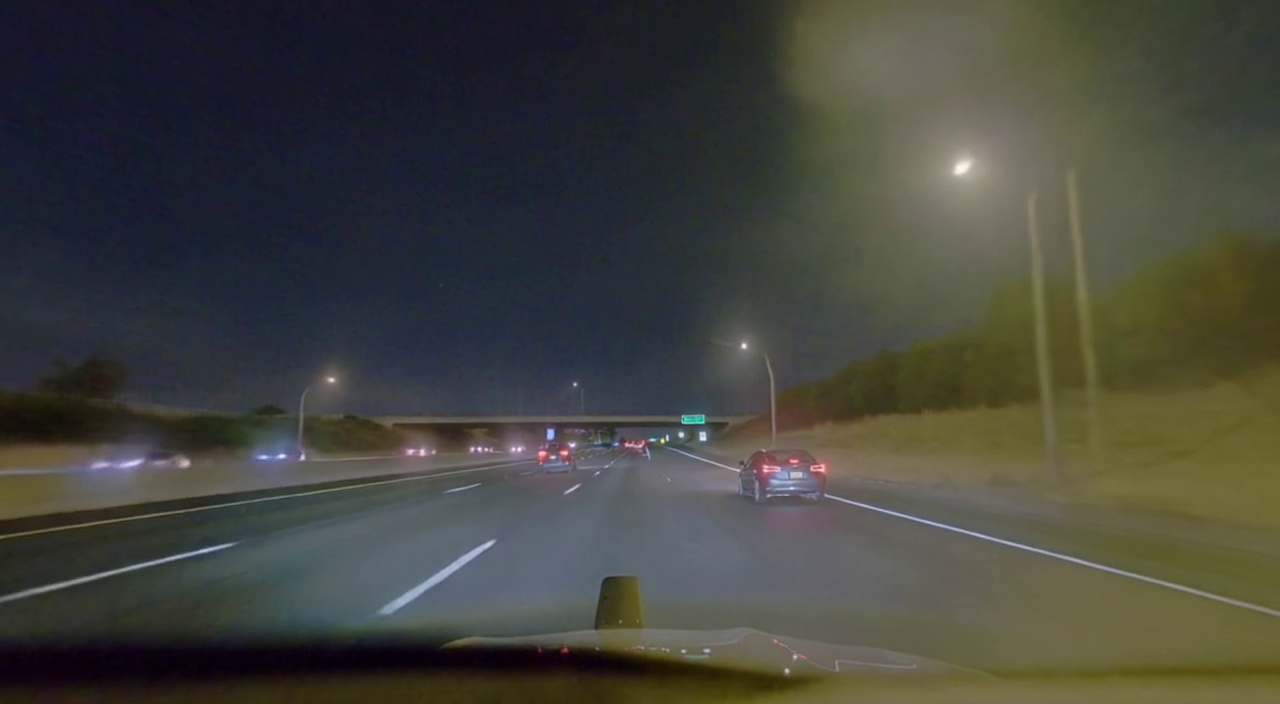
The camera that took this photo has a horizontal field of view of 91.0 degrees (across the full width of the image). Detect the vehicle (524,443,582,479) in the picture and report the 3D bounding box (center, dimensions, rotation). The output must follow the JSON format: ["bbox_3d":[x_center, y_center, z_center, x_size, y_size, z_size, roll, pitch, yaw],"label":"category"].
[{"bbox_3d":[-4.039,5.134,29.876,2.072,1.545,4.687,0,-9,0],"label":"vehicle"}]

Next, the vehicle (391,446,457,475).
[{"bbox_3d":[-11.747,5.932,34.654,1.919,1.497,4.765,0,-9,0],"label":"vehicle"}]

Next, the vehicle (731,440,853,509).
[{"bbox_3d":[3.754,3.096,16.436,2.079,1.535,4.316,0,-9,0],"label":"vehicle"}]

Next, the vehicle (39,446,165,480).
[{"bbox_3d":[-28.314,5.834,33.455,1.987,1.665,5.328,0,-9,0],"label":"vehicle"}]
